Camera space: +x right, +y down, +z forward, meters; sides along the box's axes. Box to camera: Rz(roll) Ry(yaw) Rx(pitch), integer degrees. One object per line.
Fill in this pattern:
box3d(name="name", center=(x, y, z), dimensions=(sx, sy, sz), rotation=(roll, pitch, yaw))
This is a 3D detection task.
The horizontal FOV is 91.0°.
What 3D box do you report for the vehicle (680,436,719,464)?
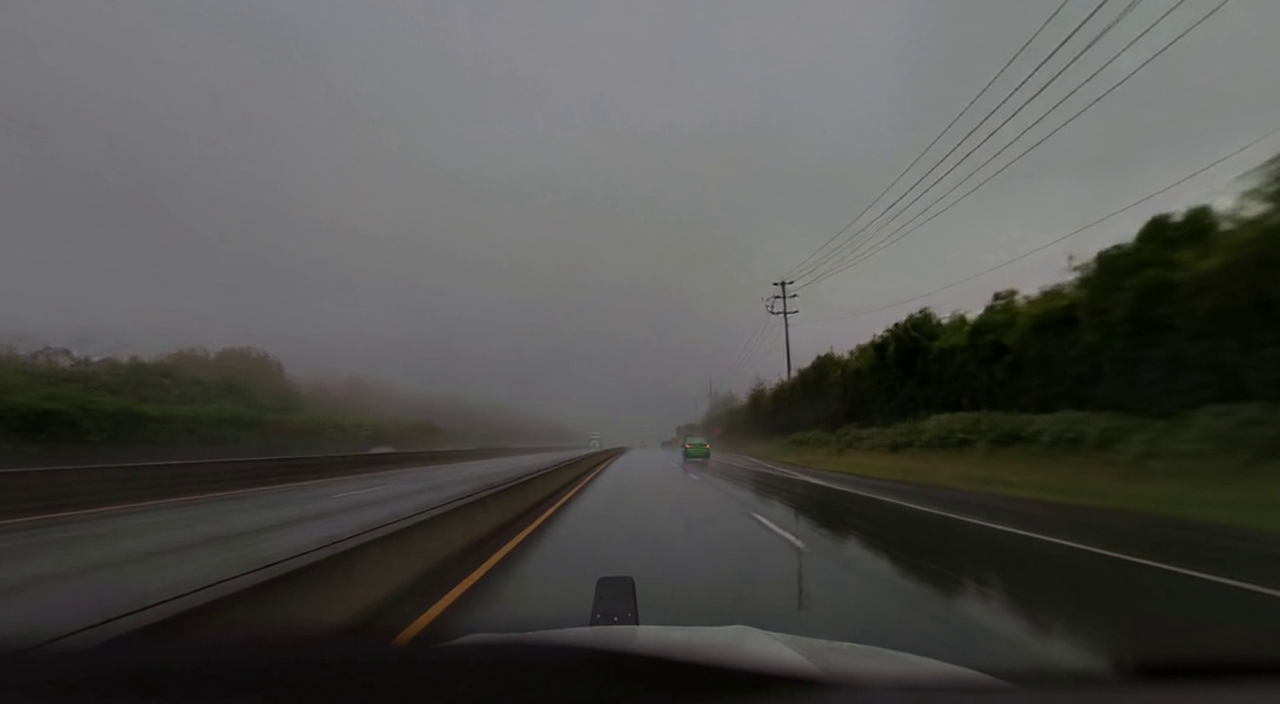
box3d(name="vehicle", center=(3.587, 5.979, 38.555), dimensions=(1.977, 1.581, 4.428), rotation=(-1, -8, 0))
